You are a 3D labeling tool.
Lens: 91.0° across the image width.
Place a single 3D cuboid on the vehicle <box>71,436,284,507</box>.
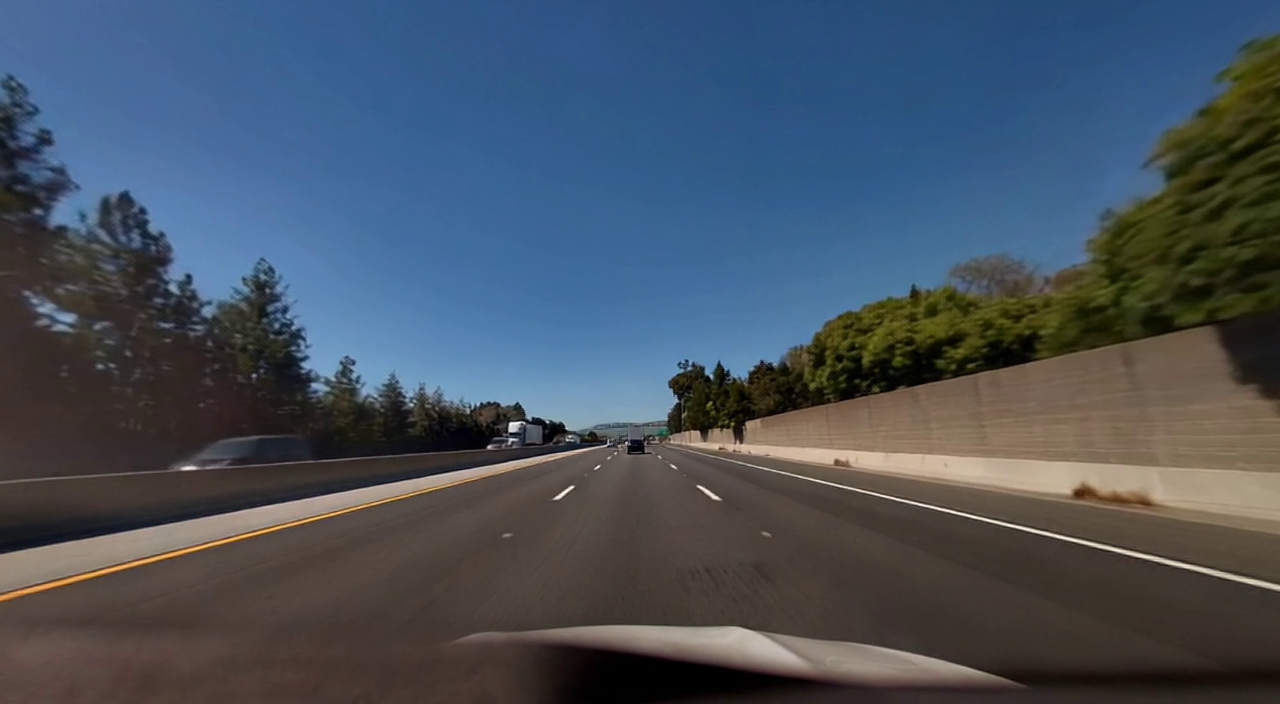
[{"bbox_3d":[-11.607,2.986,16.336,2.109,1.557,4.531,0,-8,0],"label":"vehicle"}]
